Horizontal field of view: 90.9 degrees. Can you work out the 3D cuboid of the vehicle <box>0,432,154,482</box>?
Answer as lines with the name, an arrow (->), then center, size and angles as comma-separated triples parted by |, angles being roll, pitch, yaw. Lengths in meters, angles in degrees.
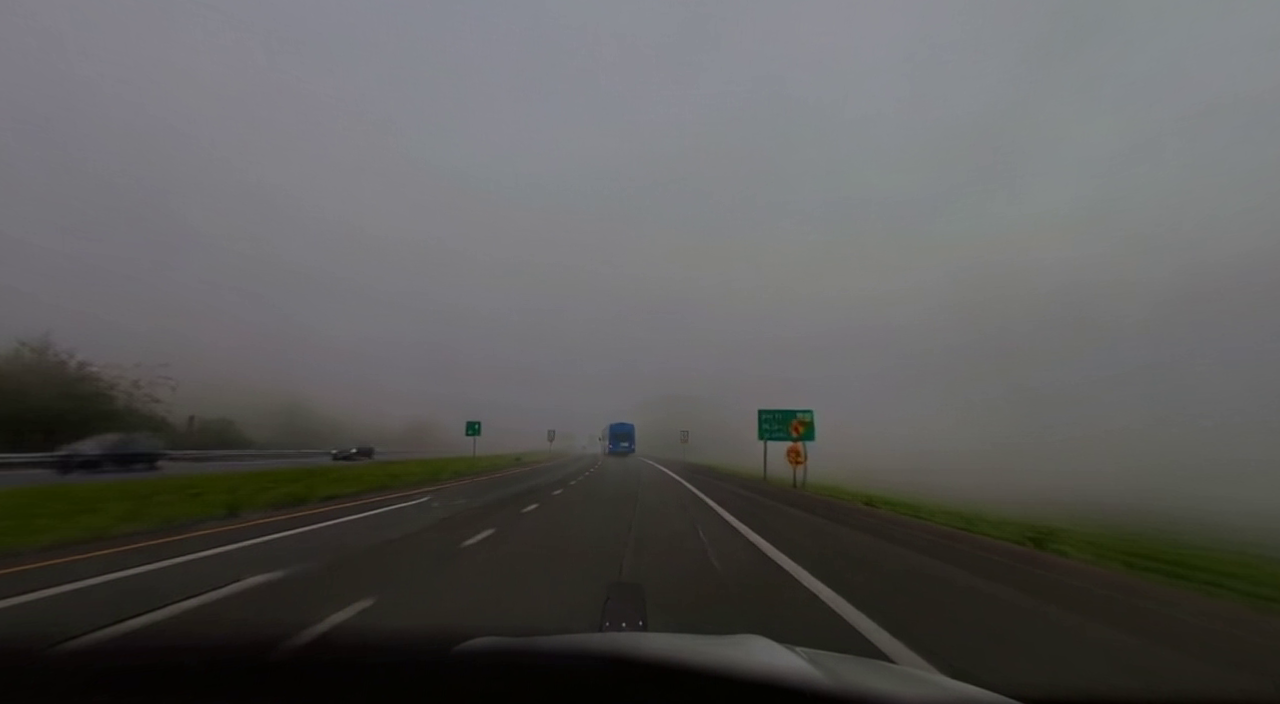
vehicle -> -20.487, 3.823, 23.099 | 1.931, 1.626, 4.213 | 0, -9, 0

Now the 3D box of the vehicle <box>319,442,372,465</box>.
vehicle -> -21.093, 7.270, 45.255 | 1.882, 1.530, 3.974 | 0, -9, -1
